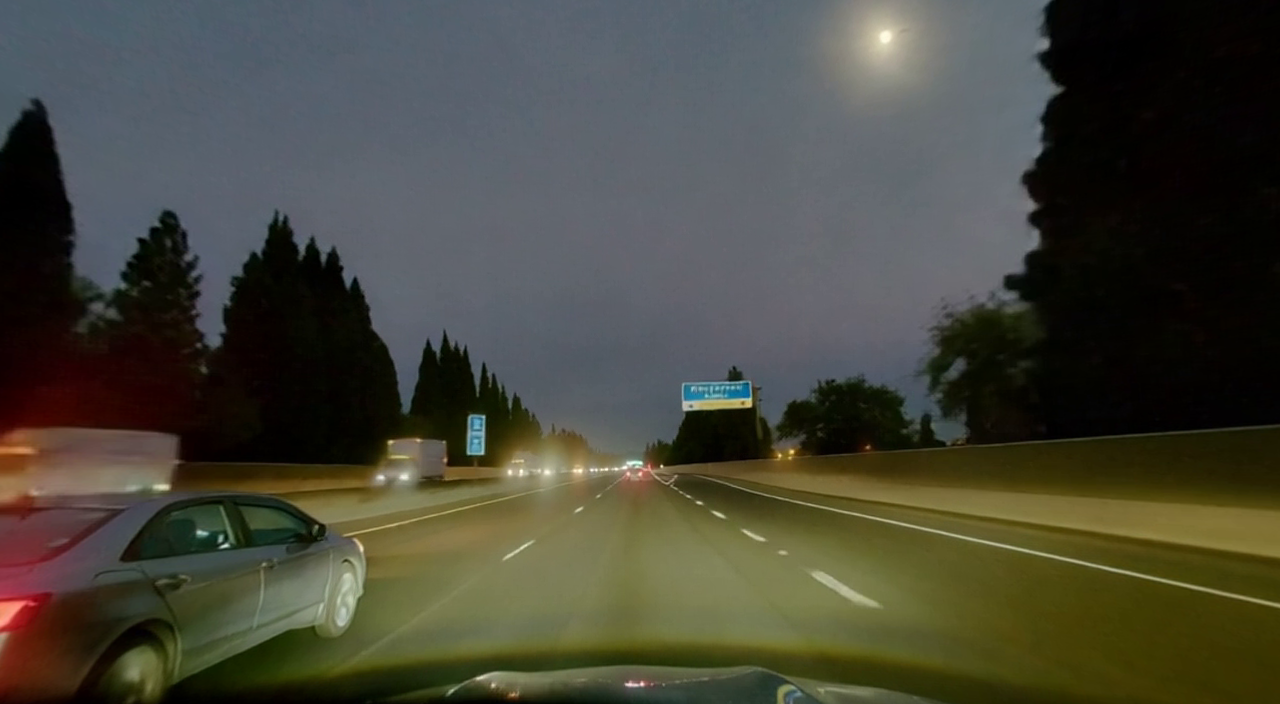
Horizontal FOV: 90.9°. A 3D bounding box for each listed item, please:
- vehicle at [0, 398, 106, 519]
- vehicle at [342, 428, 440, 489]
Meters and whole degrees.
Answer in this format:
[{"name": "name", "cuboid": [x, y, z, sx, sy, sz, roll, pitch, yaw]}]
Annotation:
[{"name": "vehicle", "cuboid": [-17.137, 2.434, 14.530, 2.842, 2.917, 7.530, 0, -11, 1]}, {"name": "vehicle", "cuboid": [-17.203, 7.582, 44.515, 3.012, 3.794, 9.302, 1, -11, 0]}]
